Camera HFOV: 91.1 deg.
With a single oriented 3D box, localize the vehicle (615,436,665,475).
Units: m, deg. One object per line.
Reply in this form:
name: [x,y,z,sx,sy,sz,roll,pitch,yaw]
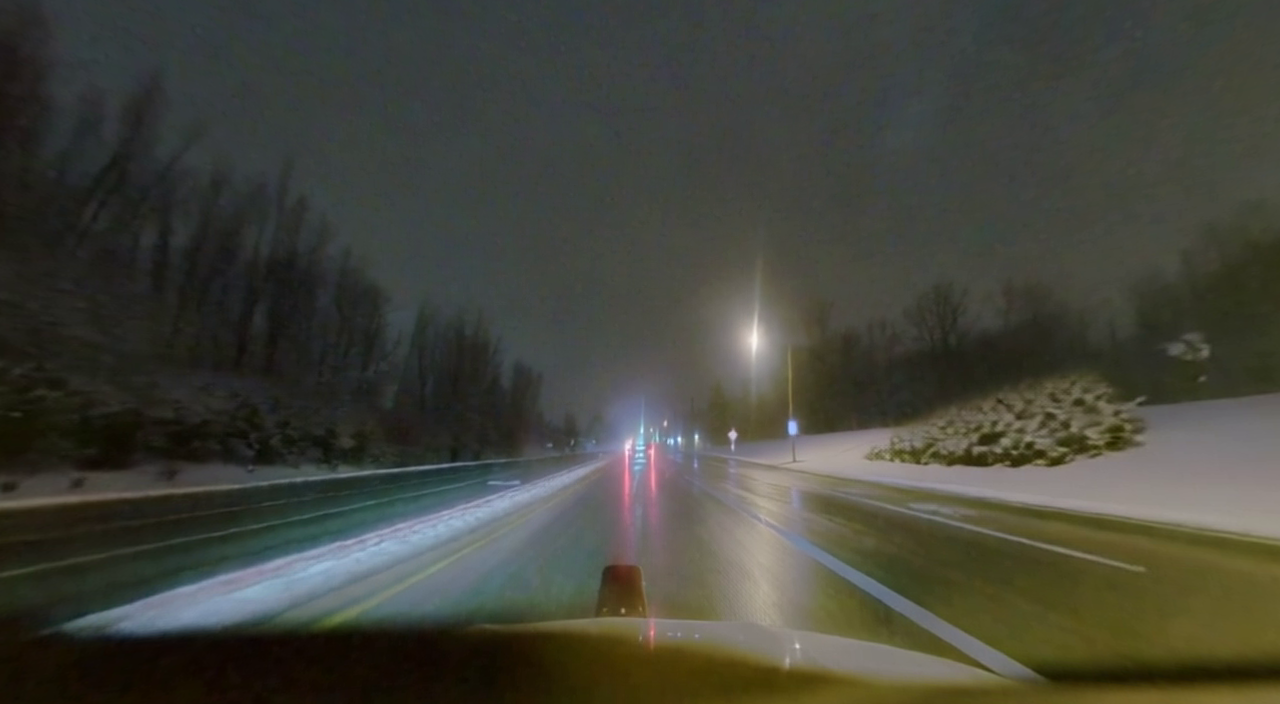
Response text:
vehicle: [0.005,5.098,30.829,2.256,1.734,4.176,-1,-9,0]
